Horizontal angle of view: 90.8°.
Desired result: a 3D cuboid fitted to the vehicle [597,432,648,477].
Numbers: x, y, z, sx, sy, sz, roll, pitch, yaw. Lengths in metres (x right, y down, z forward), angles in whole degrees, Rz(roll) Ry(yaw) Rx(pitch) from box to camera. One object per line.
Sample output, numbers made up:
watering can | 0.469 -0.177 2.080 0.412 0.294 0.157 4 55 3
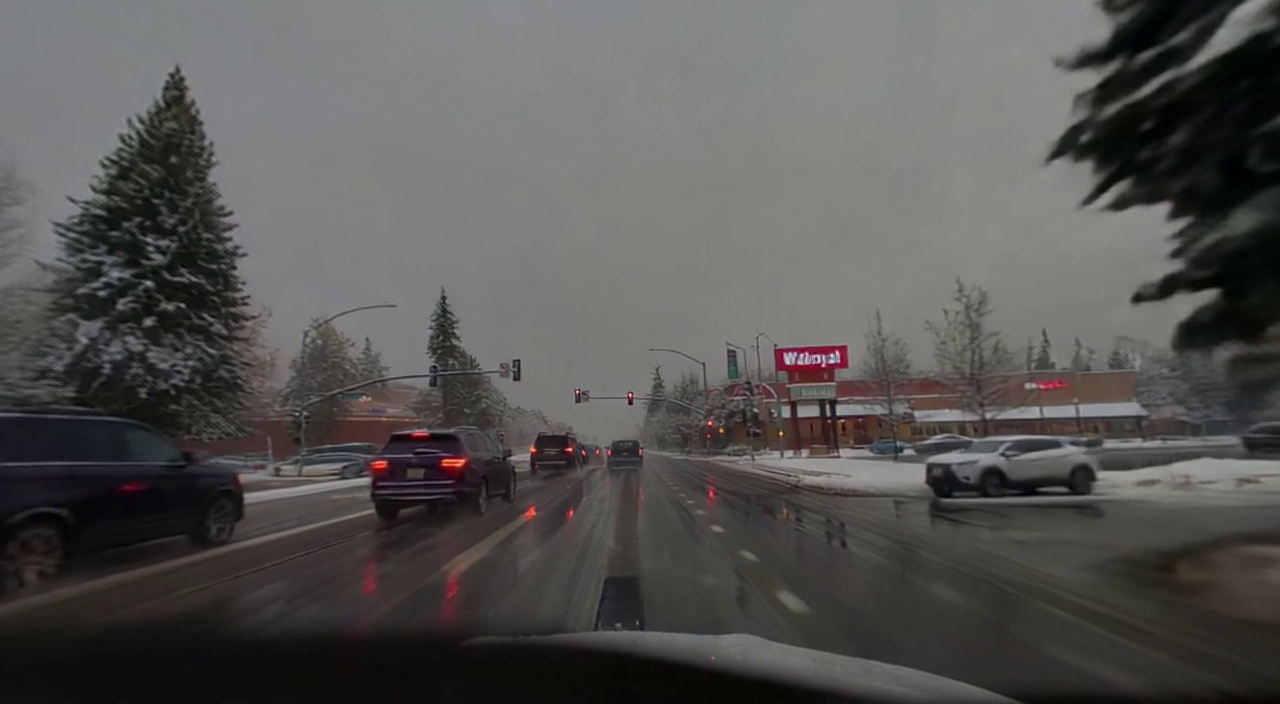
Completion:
vehicle | -0.761 4.505 27.937 2.061 1.809 4.141 0 -8 -1

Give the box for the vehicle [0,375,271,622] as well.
vehicle | -5.924 1.316 6.217 2.093 1.803 4.668 0 -8 -6

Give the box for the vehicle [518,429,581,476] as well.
vehicle | -4.153 4.749 30.111 2.252 1.999 5.605 0 -8 -1

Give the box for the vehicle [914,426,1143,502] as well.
vehicle | 9.813 2.798 16.157 4.734 1.726 2.039 1 -8 -11

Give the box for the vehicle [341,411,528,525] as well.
vehicle | -3.873 2.291 13.074 2.159 1.877 4.925 0 -8 1

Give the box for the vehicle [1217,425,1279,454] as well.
vehicle | 32.346 4.408 31.923 4.438 1.423 1.897 0 -8 0
